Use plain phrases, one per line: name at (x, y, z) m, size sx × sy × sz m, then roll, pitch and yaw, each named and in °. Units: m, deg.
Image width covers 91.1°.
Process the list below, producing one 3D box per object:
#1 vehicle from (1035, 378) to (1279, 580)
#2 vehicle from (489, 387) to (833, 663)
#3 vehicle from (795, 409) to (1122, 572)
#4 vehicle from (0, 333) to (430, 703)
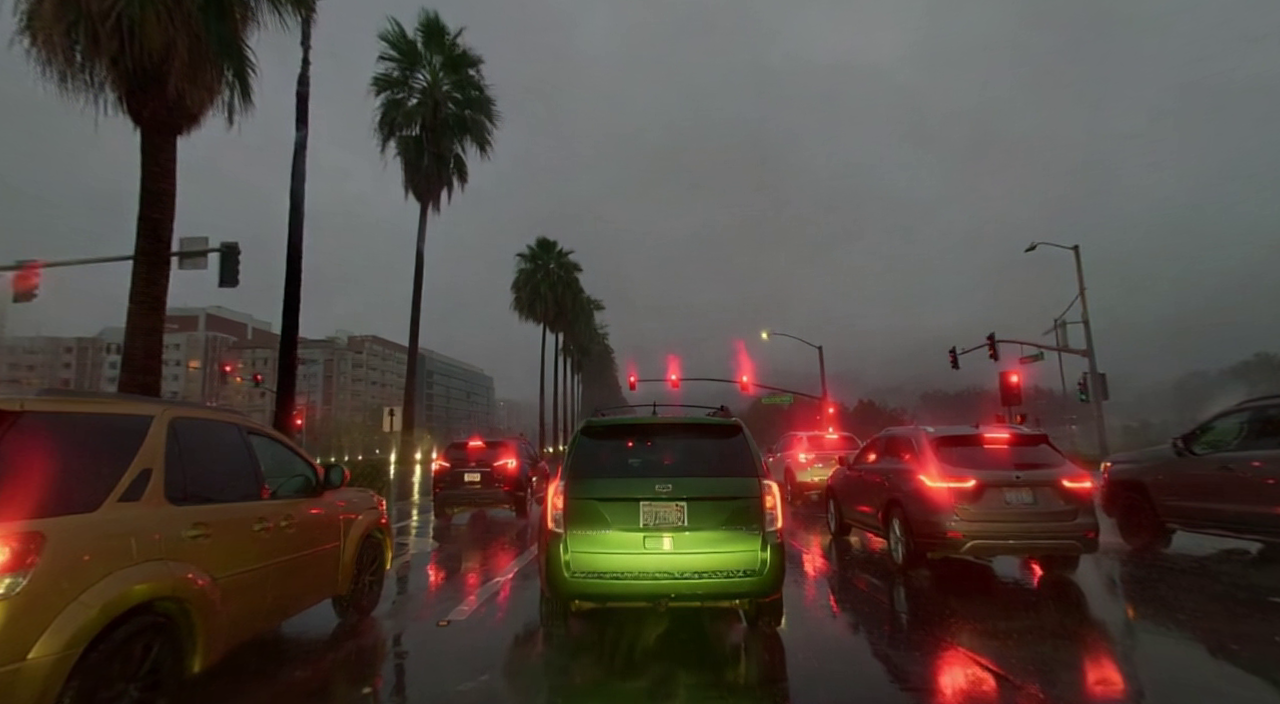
vehicle at (7.325, 1.343, 6.842) m, size 2.337 × 1.925 × 5.728 m, roll 0°, pitch -8°, yaw 1°
vehicle at (0.164, 1.376, 6.036) m, size 2.123 × 1.704 × 4.128 m, roll 0°, pitch -9°, yaw 1°
vehicle at (4.010, 1.850, 9.273) m, size 2.072 × 1.704 × 5.170 m, roll 0°, pitch -9°, yaw -1°
vehicle at (-3.163, 1.080, 3.915) m, size 2.171 × 1.702 × 4.416 m, roll 0°, pitch -9°, yaw 0°
